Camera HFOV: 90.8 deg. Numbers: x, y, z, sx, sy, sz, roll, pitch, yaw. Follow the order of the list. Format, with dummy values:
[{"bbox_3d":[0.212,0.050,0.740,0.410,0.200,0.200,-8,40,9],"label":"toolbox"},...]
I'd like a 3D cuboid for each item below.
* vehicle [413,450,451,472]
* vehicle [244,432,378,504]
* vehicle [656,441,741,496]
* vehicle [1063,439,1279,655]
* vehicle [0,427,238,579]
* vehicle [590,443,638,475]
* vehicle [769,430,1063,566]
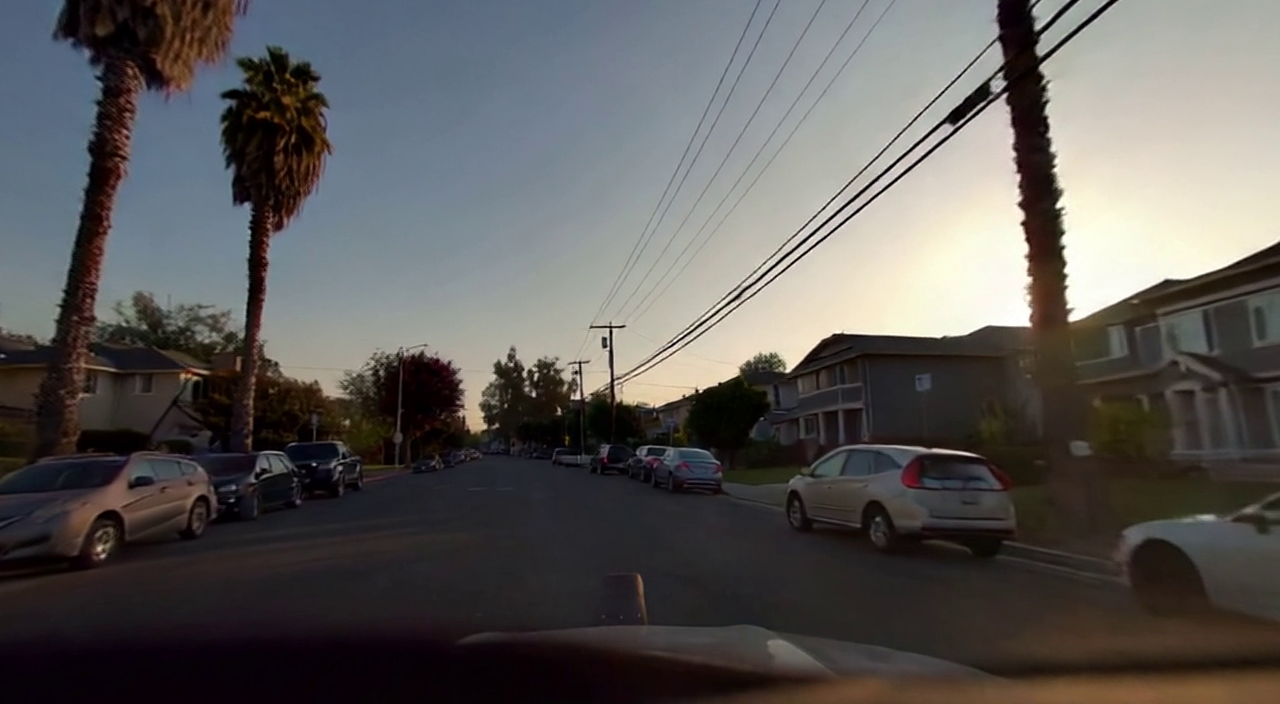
[{"bbox_3d":[-15.366,8.053,46.847,2.013,1.483,4.645,2,-9,-10],"label":"vehicle"},{"bbox_3d":[-10.237,3.637,20.304,2.300,1.943,5.744,2,-9,-12],"label":"vehicle"},{"bbox_3d":[1.907,4.000,22.004,1.894,1.675,4.294,2,-9,-9],"label":"vehicle"},{"bbox_3d":[5.302,1.256,3.891,1.786,1.437,4.448,2,-9,-10],"label":"vehicle"},{"bbox_3d":[-7.958,2.048,9.388,1.919,1.678,4.385,-1,-7,-13],"label":"vehicle"},{"bbox_3d":[-1.651,6.521,38.677,2.115,1.826,4.871,2,-9,-12],"label":"vehicle"},{"bbox_3d":[3.937,2.145,10.105,1.943,1.623,4.471,2,-9,-13],"label":"vehicle"}]
